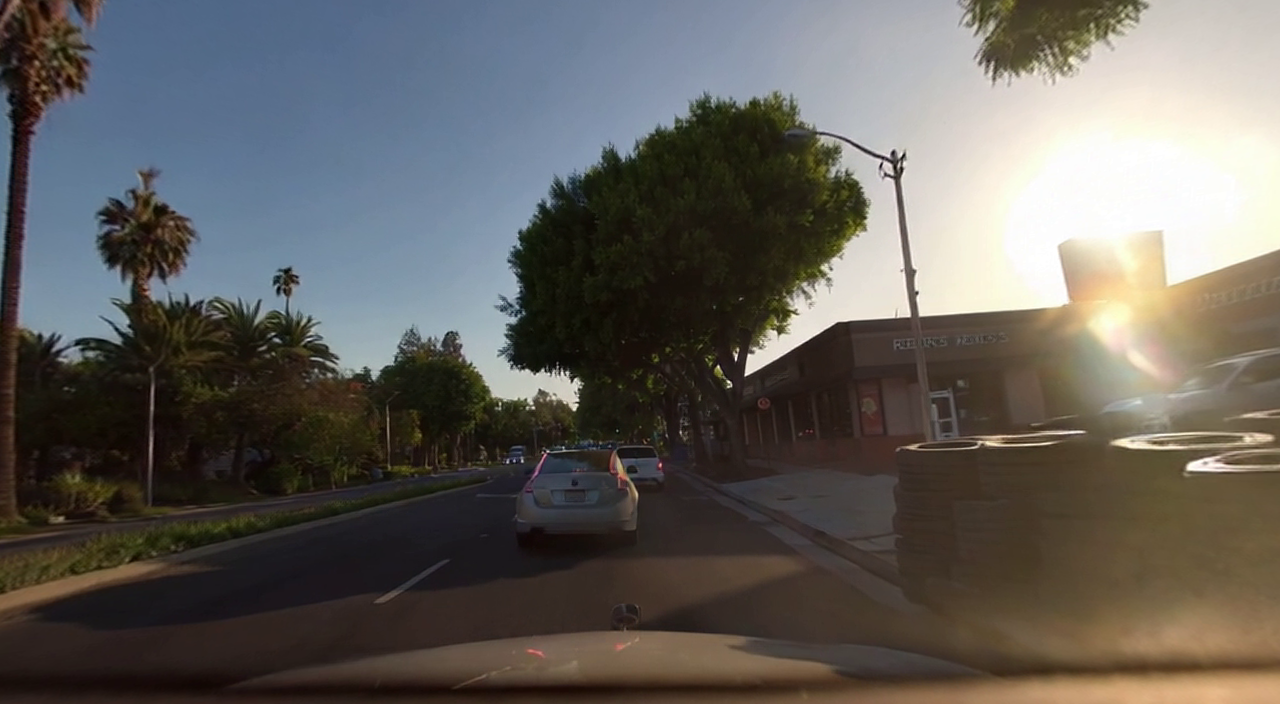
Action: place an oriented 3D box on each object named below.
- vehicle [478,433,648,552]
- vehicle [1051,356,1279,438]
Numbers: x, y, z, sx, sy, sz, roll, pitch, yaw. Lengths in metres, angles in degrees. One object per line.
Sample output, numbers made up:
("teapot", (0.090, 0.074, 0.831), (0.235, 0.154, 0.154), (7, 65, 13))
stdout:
("vehicle", (-1.020, 2.103, 10.165), (2.169, 1.495, 4.048), (0, -8, -1))
("vehicle", (13.383, 1.340, 16.623), (1.854, 1.693, 4.798), (-1, -10, 0))
